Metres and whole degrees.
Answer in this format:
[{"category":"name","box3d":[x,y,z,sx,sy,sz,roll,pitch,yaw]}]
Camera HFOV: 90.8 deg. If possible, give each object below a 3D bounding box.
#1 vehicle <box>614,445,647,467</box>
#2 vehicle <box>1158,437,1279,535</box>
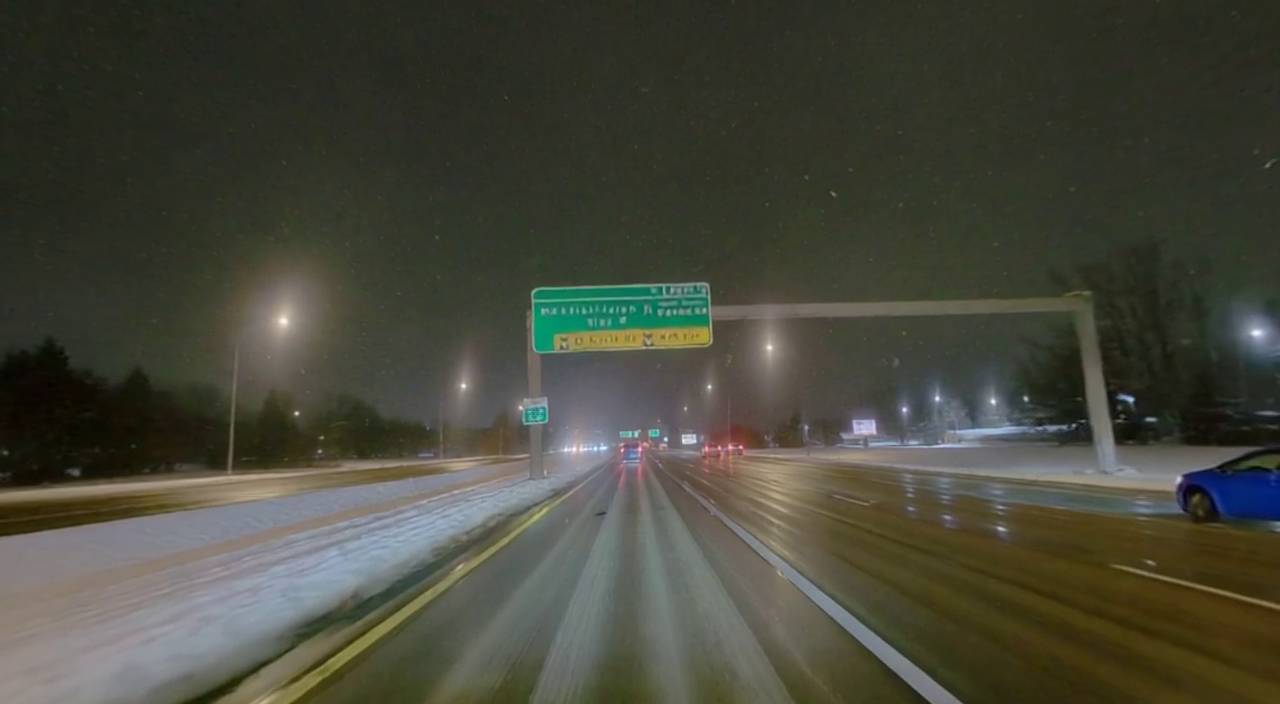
[{"category":"vehicle","box3d":[-0.579,6.614,40.368,2.004,1.259,3.781,0,-8,0]},{"category":"vehicle","box3d":[10.814,2.032,9.470,2.024,1.481,4.747,0,-8,-1]}]
